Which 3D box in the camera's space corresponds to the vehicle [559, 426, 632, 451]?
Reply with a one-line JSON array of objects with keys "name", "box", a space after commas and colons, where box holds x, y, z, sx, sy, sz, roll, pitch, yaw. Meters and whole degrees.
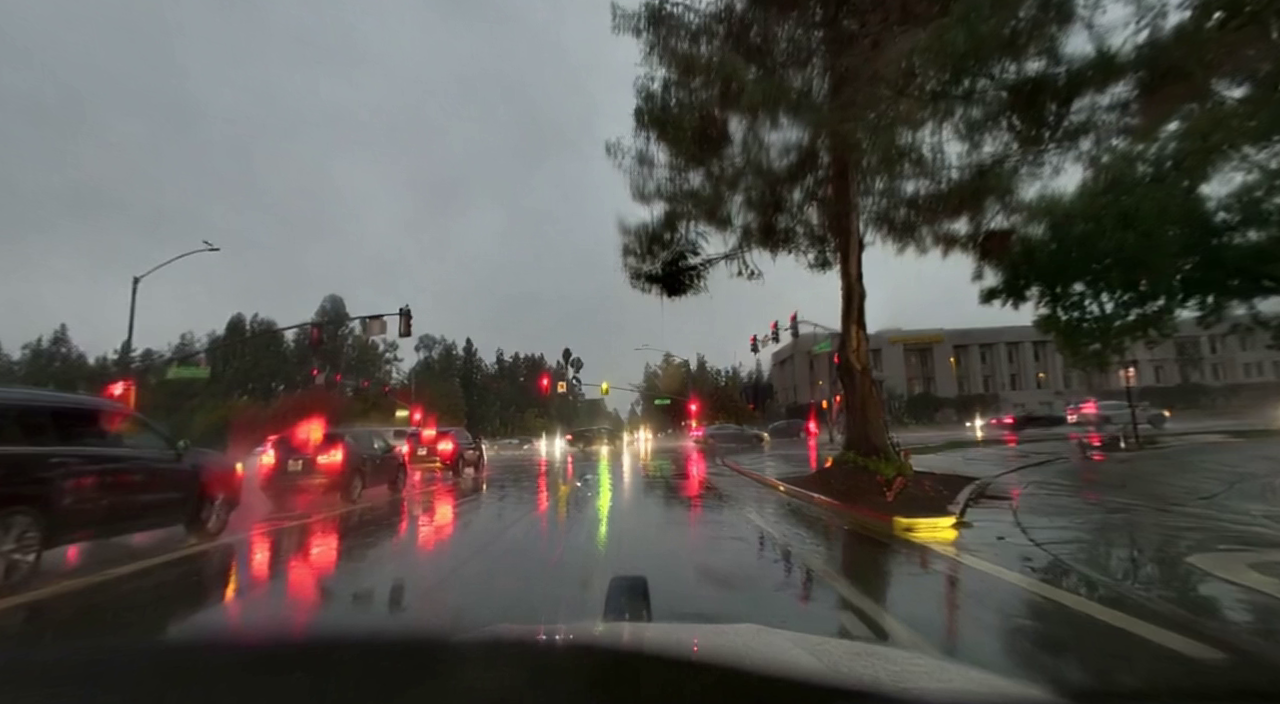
[{"name": "vehicle", "box": [-2.783, 5.524, 40.007, 4.429, 1.489, 1.773, -1, -9, 6]}]

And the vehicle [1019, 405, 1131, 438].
[{"name": "vehicle", "box": [23.360, 3.769, 34.022, 4.476, 1.635, 1.941, -1, -9, 5]}]

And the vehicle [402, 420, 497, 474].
[{"name": "vehicle", "box": [-6.456, 3.302, 21.943, 1.785, 1.678, 4.729, 0, -9, 1]}]

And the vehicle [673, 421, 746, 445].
[{"name": "vehicle", "box": [4.736, 5.545, 42.996, 4.836, 1.508, 1.875, -1, -9, 6]}]

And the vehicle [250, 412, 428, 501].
[{"name": "vehicle", "box": [-6.700, 2.388, 14.684, 1.967, 1.741, 4.385, 0, -9, 0]}]

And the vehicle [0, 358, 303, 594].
[{"name": "vehicle", "box": [-6.555, 1.332, 7.177, 2.381, 1.961, 5.407, 0, -9, 0]}]
